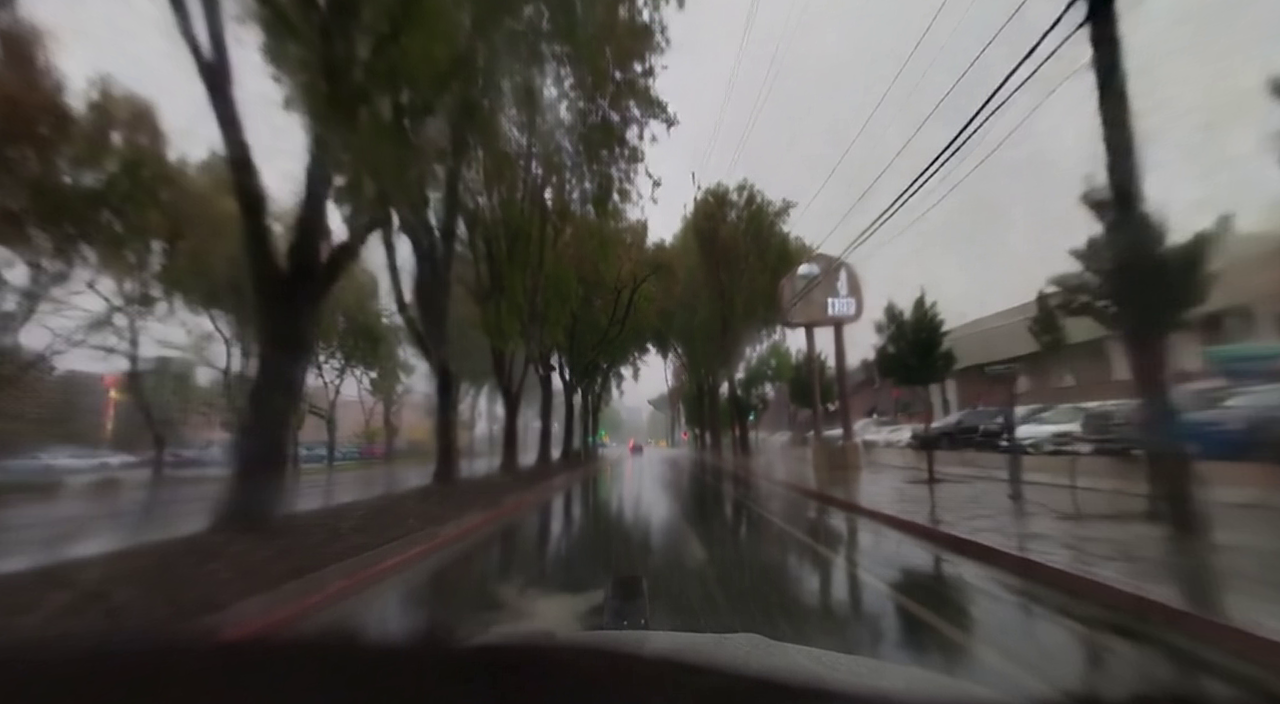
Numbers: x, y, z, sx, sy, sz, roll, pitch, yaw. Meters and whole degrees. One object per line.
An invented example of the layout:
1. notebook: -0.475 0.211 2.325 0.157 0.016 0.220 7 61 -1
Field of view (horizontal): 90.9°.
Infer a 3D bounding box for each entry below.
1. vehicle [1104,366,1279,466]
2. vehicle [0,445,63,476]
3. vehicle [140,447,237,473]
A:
1. vehicle: 12.818 1.238 12.888 4.713 1.767 2.268 -4 -7 2
2. vehicle: -44.223 7.671 44.744 4.149 2.160 2.240 0 -8 -2
3. vehicle: -31.372 7.492 43.898 5.115 1.744 2.000 0 -8 -3
